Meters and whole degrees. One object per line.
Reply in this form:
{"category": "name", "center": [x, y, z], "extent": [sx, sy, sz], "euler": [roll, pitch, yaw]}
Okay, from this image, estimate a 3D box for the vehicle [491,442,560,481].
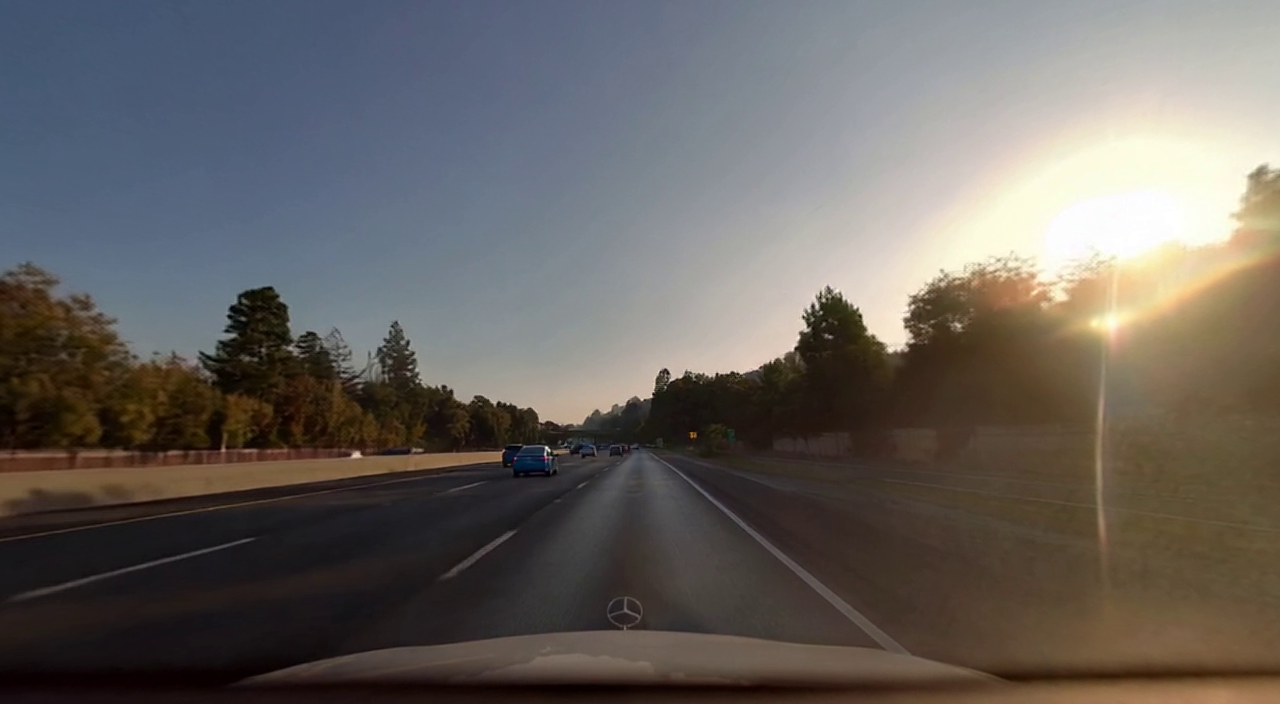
{"category": "vehicle", "center": [-4.851, 4.711, 27.489], "extent": [2.081, 1.514, 4.943], "euler": [0, -8, 0]}
